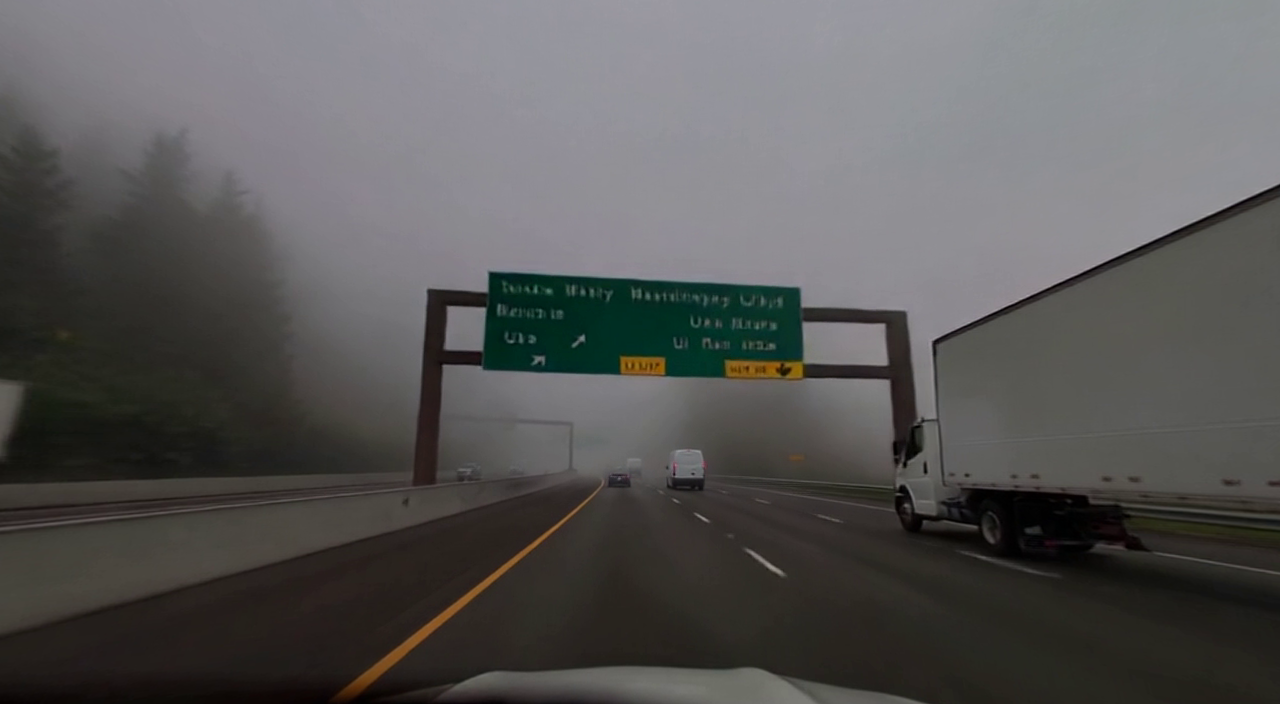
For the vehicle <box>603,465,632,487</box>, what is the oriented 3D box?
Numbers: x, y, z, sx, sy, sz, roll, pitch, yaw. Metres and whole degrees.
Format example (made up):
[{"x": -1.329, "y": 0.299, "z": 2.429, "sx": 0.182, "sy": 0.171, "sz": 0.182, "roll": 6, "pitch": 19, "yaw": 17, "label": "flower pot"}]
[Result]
[{"x": -1.771, "y": 9.607, "z": 48.845, "sx": 2.106, "sy": 1.524, "sz": 4.381, "roll": 1, "pitch": -10, "yaw": -2, "label": "vehicle"}]

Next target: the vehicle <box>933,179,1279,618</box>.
[{"x": 7.524, "y": 0.355, "z": 5.451, "sx": 2.866, "sy": 4.102, "sz": 14.351, "roll": 1, "pitch": -10, "yaw": -1, "label": "vehicle"}]

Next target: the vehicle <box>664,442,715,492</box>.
[{"x": 2.790, "y": 6.675, "z": 36.478, "sx": 2.291, "sy": 2.639, "sz": 5.280, "roll": 1, "pitch": -10, "yaw": -3, "label": "vehicle"}]
